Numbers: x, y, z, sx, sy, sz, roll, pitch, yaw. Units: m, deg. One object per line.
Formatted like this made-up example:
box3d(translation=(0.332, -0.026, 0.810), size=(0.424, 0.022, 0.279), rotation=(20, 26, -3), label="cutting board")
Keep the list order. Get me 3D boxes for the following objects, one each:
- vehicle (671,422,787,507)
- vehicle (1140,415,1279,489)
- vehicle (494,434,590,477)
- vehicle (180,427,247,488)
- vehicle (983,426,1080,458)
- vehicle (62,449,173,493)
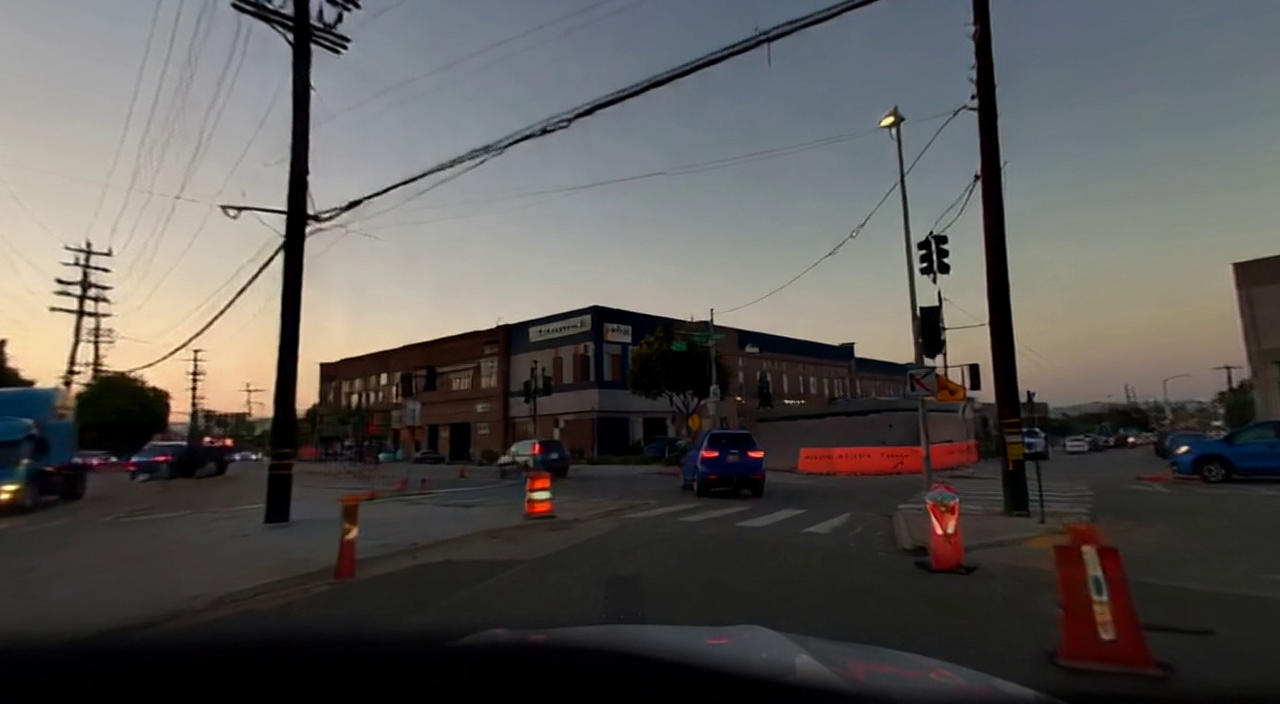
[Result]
box3d(translation=(2.097, 2.867, 16.653), size=(2.256, 1.859, 5.118), rotation=(0, -8, -1), label="vehicle")
box3d(translation=(16.533, 2.615, 16.633), size=(4.740, 1.802, 2.249), rotation=(-4, -9, 25), label="vehicle")
box3d(translation=(-4.996, 5.125, 31.592), size=(2.206, 1.911, 5.548), rotation=(6, -10, -39), label="vehicle")
box3d(translation=(-20.153, 4.963, 30.017), size=(1.959, 2.654, 4.078), rotation=(4, -9, -26), label="vehicle")
box3d(translation=(22.070, 5.107, 35.707), size=(4.382, 1.688, 1.937), rotation=(-6, -10, 36), label="vehicle")
box3d(translation=(-23.191, 5.252, 28.333), size=(2.509, 1.731, 4.549), rotation=(3, -9, -23), label="vehicle")
